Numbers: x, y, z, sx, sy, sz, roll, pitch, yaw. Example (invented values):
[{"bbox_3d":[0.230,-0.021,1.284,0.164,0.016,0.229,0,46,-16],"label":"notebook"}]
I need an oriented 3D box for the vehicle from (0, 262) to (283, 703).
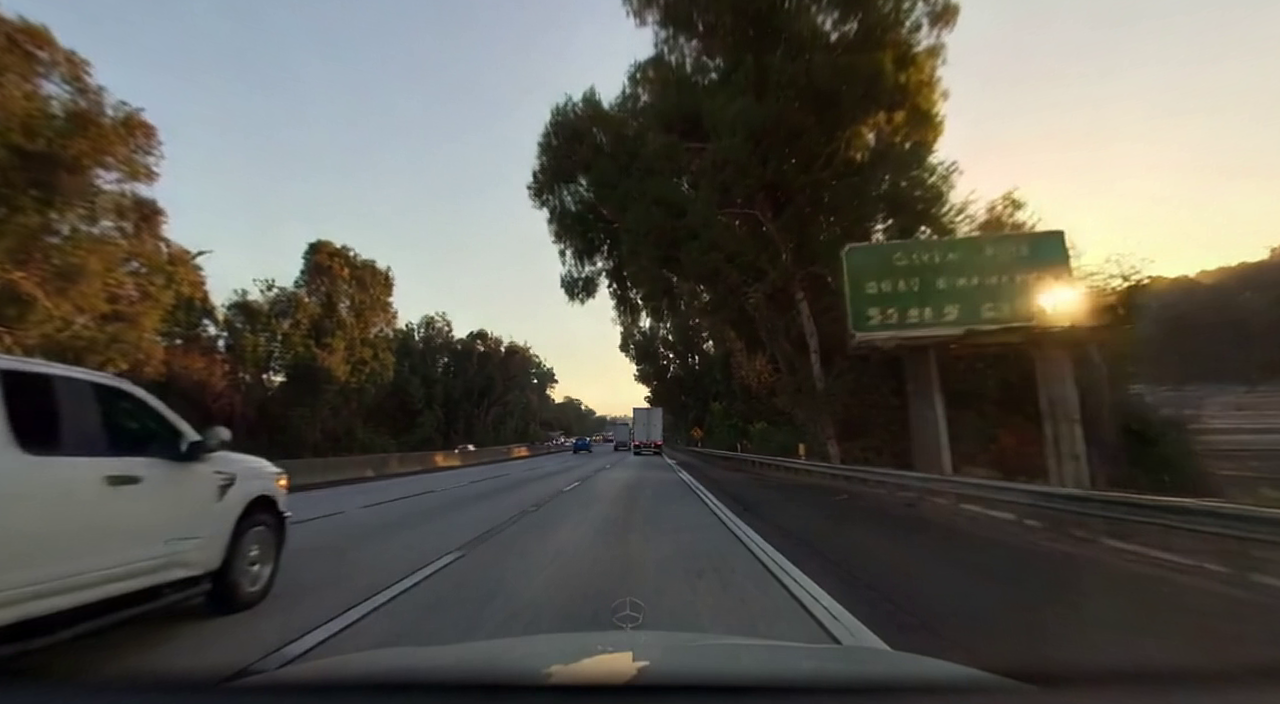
[{"bbox_3d":[-4.119,0.538,1.739,2.651,2.126,5.936,0,-8,1],"label":"vehicle"}]
